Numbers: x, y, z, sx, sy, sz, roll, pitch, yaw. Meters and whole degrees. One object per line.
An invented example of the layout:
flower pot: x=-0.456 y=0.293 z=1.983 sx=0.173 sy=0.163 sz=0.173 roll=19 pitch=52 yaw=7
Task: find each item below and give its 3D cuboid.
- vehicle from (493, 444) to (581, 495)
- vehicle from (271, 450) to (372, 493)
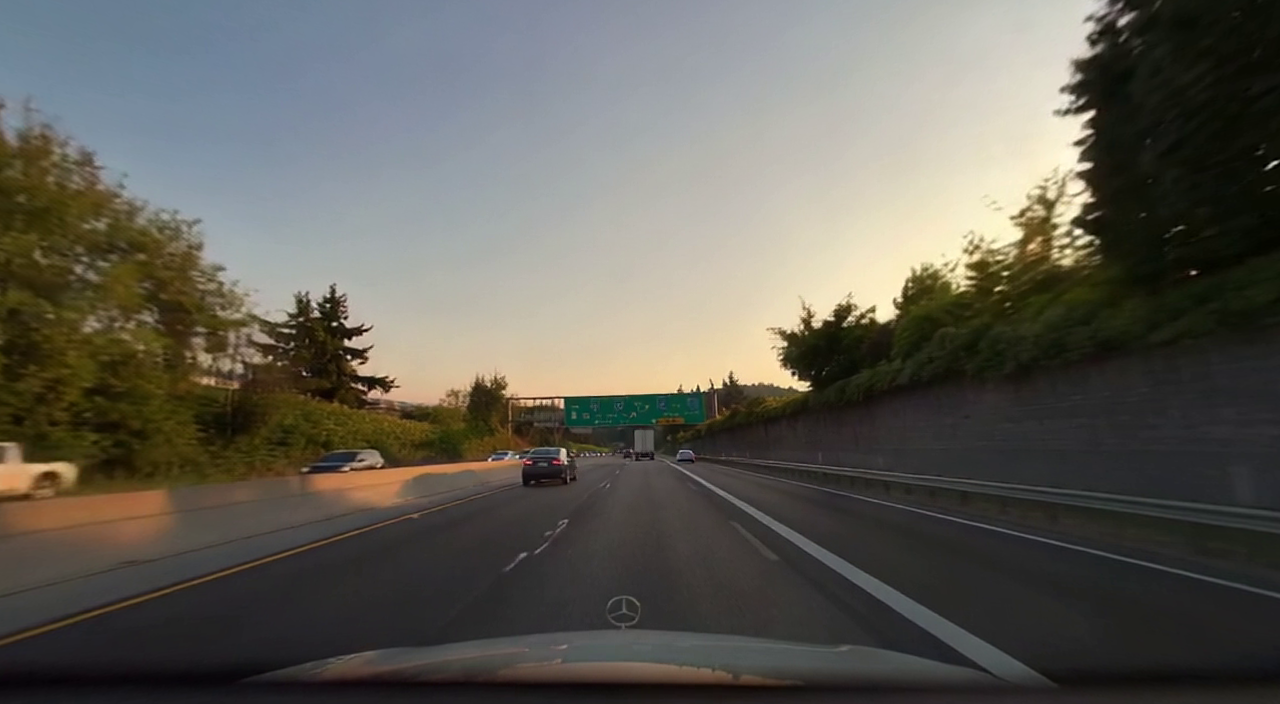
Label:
vehicle: x=-3.232 y=3.794 z=20.780 sx=2.020 sy=1.475 sz=4.434 roll=0 pitch=-9 yaw=2
vehicle: x=-11.960 y=4.473 z=23.980 sx=1.752 sy=1.444 sz=3.929 roll=0 pitch=-9 yaw=1
